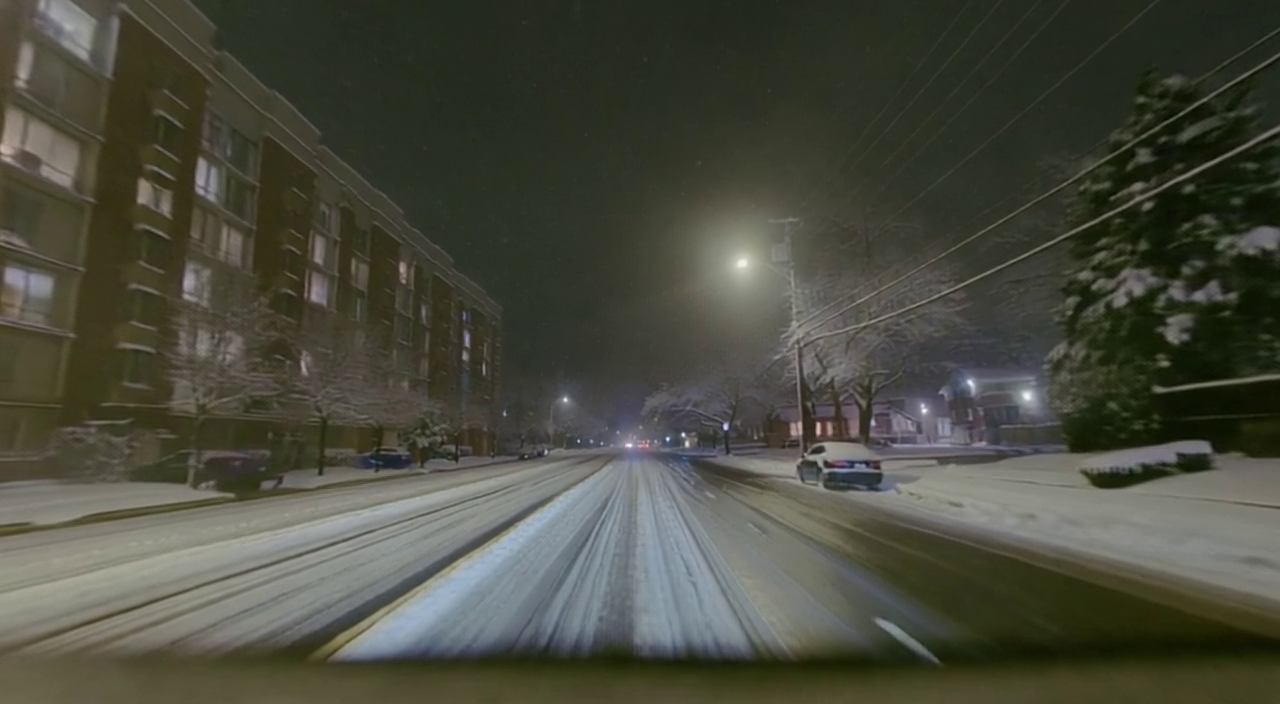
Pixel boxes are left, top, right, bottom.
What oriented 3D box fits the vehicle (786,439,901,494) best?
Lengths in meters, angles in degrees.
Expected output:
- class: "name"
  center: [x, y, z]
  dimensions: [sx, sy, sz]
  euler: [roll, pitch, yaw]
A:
- class: "vehicle"
  center: [6.308, 3.596, 20.247]
  dimensions: [1.948, 1.526, 4.518]
  euler: [0, -9, -3]
